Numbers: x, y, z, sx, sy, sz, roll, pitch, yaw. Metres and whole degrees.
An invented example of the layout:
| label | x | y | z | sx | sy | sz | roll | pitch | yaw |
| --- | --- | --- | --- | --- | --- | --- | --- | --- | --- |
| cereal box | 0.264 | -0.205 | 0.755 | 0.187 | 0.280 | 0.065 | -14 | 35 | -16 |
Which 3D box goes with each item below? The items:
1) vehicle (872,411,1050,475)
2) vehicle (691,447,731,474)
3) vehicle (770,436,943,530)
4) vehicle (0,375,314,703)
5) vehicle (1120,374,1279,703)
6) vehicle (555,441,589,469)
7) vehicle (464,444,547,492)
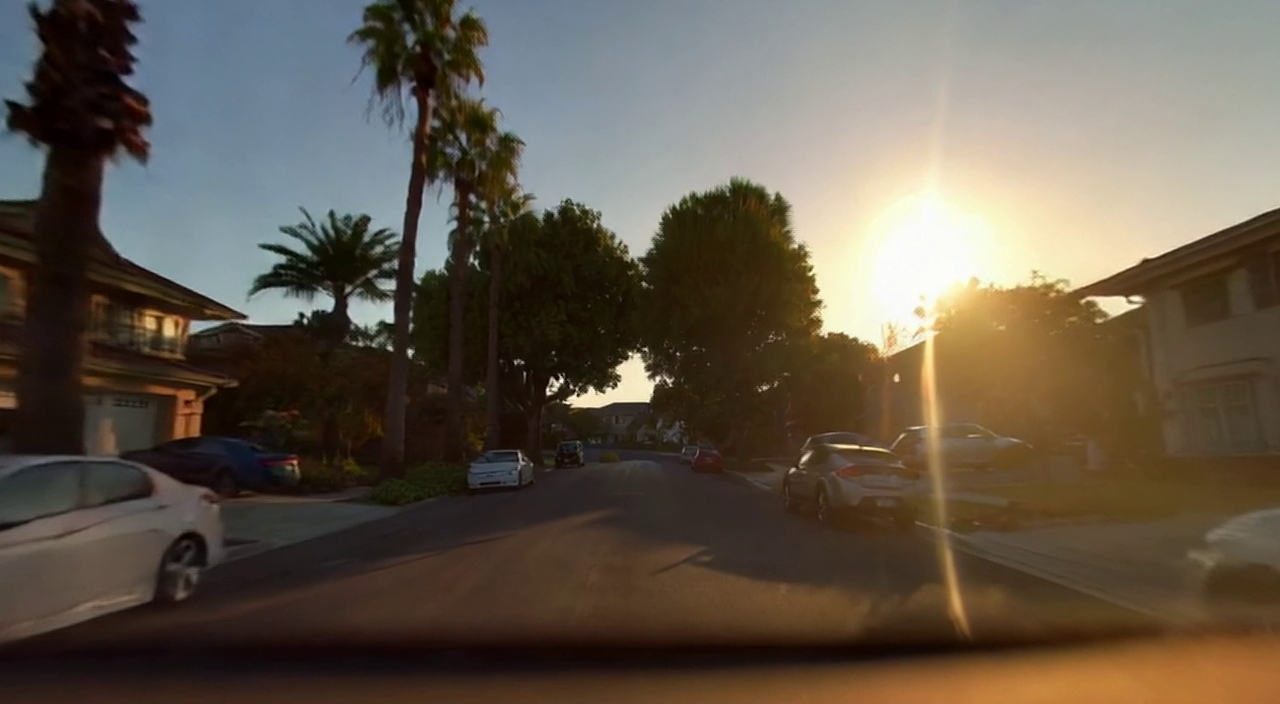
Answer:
| label | x | y | z | sx | sy | sz | roll | pitch | yaw |
| --- | --- | --- | --- | --- | --- | --- | --- | --- | --- |
| vehicle | 10.684 | 3.075 | 21.321 | 4.871 | 1.931 | 1.929 | -1 | -9 | -1 |
| vehicle | 4.197 | 6.477 | 37.977 | 1.867 | 1.480 | 4.678 | 0 | -9 | 0 |
| vehicle | 4.099 | 2.539 | 12.824 | 1.987 | 1.567 | 4.112 | 0 | -9 | -1 |
| vehicle | -4.656 | 1.202 | 4.629 | 2.147 | 1.823 | 4.725 | 0 | -7 | -2 |
| vehicle | 4.069 | 0.776 | 1.820 | 2.072 | 1.685 | 4.160 | 0 | -9 | 0 |
| vehicle | -5.038 | 7.533 | 46.512 | 2.106 | 1.914 | 4.363 | 2 | -8 | -11 |
| vehicle | -4.652 | 4.126 | 22.600 | 2.080 | 1.479 | 4.531 | 0 | -10 | -2 |
